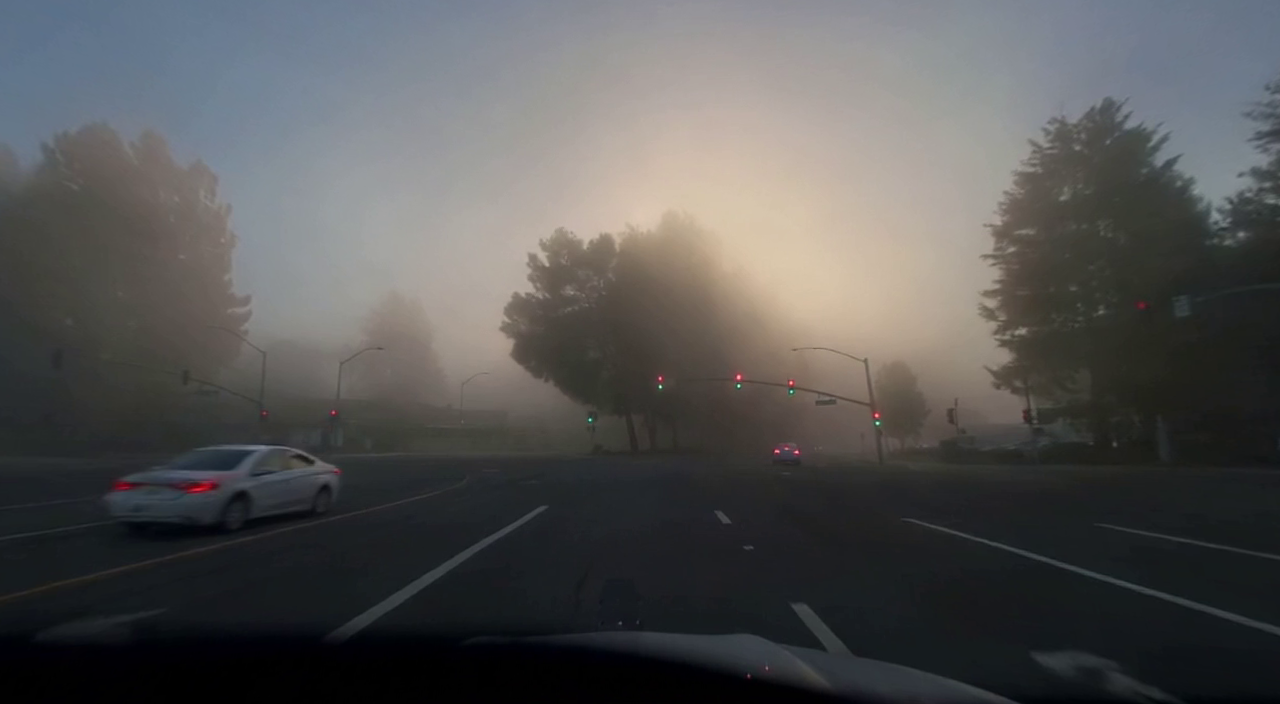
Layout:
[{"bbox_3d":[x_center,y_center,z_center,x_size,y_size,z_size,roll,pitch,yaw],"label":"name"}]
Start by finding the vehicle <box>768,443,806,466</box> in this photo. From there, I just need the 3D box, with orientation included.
[{"bbox_3d":[9.866,6.899,42.704,1.988,1.460,3.996,-1,-9,6],"label":"vehicle"}]

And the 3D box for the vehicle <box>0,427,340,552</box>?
[{"bbox_3d":[-6.845,1.970,9.833,2.063,1.455,4.651,0,-8,0],"label":"vehicle"}]
